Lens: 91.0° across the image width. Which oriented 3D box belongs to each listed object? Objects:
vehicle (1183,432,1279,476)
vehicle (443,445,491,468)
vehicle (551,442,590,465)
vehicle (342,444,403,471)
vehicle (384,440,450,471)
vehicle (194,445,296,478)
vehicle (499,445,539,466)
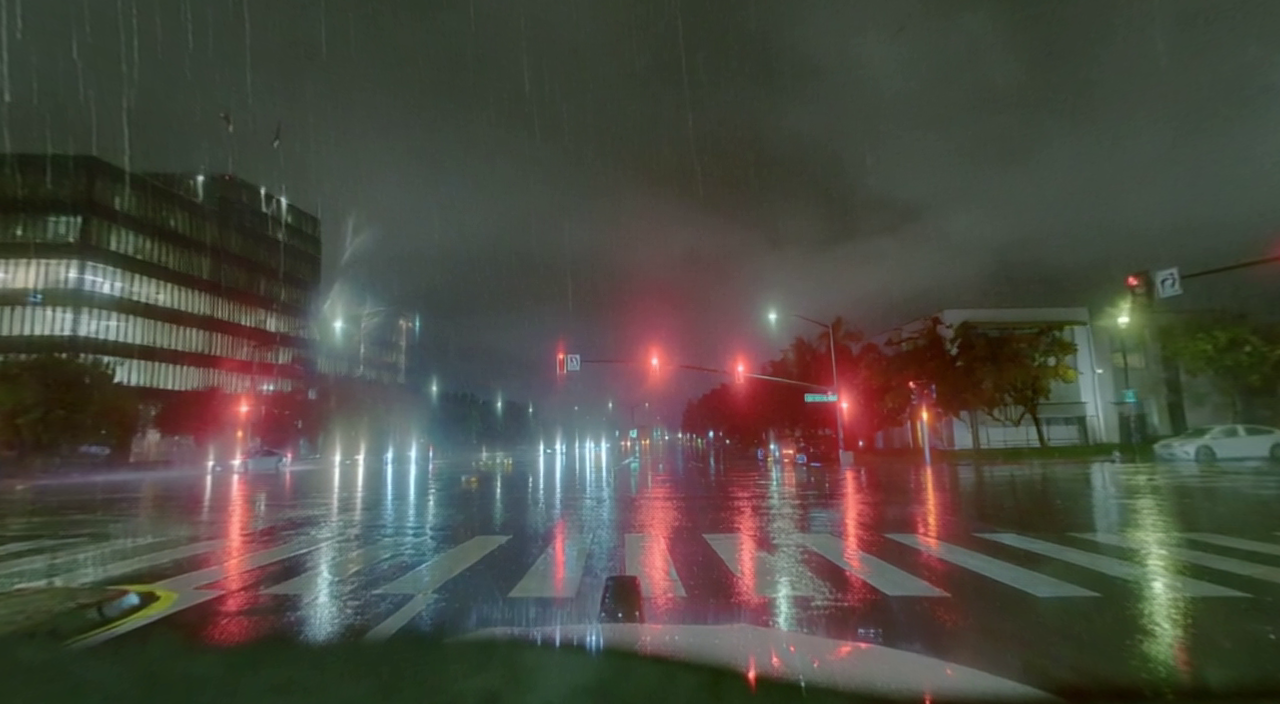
[{"bbox_3d":[22.307,3.581,22.246,4.474,1.477,1.908,0,-9,-2],"label":"vehicle"},{"bbox_3d":[-11.657,7.072,42.685,1.911,1.476,4.297,-1,-9,2],"label":"vehicle"},{"bbox_3d":[-4.551,6.711,41.673,1.954,1.431,4.050,0,-9,2],"label":"vehicle"},{"bbox_3d":[-18.585,7.348,44.002,2.237,1.801,4.541,0,-9,1],"label":"vehicle"},{"bbox_3d":[-15.151,7.035,43.151,2.340,1.946,5.450,0,-9,2],"label":"vehicle"},{"bbox_3d":[-23.289,6.437,37.329,2.032,1.839,4.884,-3,-9,16],"label":"vehicle"},{"bbox_3d":[-8.115,7.004,42.605,1.910,1.321,3.692,0,-9,2],"label":"vehicle"}]
